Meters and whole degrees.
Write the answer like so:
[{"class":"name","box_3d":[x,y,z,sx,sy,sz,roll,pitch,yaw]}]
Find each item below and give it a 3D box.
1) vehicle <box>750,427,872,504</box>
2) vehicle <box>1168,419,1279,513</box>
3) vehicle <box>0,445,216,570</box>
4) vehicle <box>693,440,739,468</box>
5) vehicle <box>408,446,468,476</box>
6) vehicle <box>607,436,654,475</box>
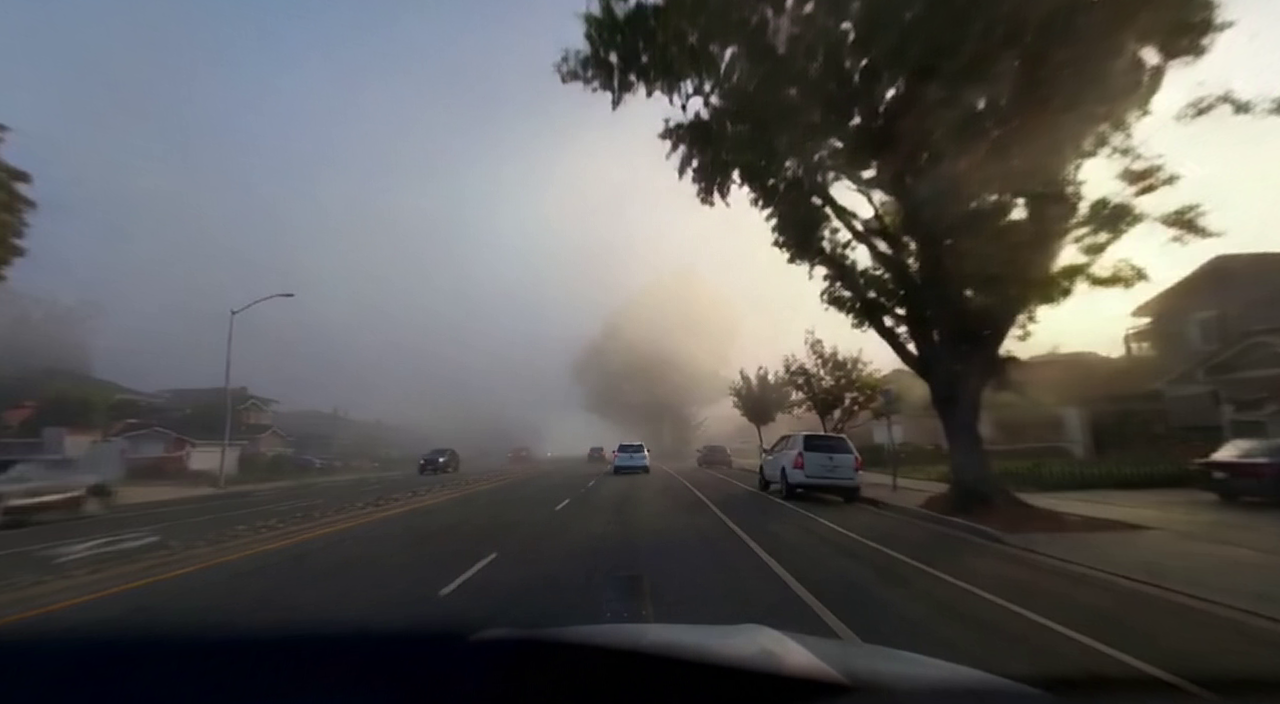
[{"class":"vehicle","box_3d":[4.144,2.818,16.049,1.992,1.695,4.101,0,-8,1]},{"class":"vehicle","box_3d":[12.206,1.947,10.976,4.297,1.478,1.866,0,-8,0]},{"class":"vehicle","box_3d":[-8.778,2.127,9.285,2.063,1.493,4.447,0,-8,-2]},{"class":"vehicle","box_3d":[4.406,5.994,37.158,2.020,1.518,4.255,0,-8,-2]},{"class":"vehicle","box_3d":[-11.456,6.176,36.078,1.914,1.476,4.702,-3,-8,0]},{"class":"vehicle","box_3d":[-0.417,4.766,29.310,2.024,1.655,4.301,0,-8,0]}]
